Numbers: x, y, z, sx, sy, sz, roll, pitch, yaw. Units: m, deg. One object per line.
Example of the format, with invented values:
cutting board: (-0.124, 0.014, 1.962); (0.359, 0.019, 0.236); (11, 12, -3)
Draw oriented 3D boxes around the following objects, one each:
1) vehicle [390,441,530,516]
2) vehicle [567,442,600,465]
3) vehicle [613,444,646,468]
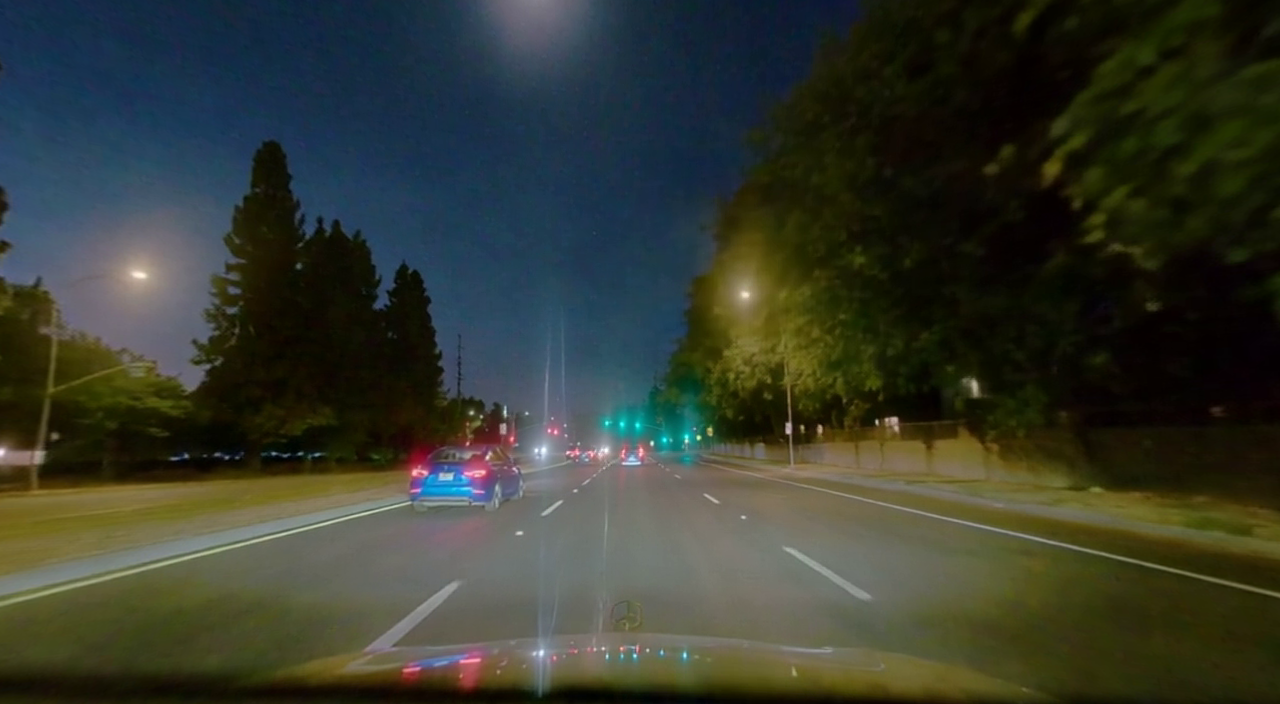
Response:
vehicle: (-3.844, 2.769, 14.349); (1.905, 1.418, 4.396); (0, -9, 0)
vehicle: (-4.180, 7.563, 47.071); (2.103, 1.592, 4.160); (0, -9, 0)
vehicle: (-0.670, 6.652, 40.548); (1.991, 1.431, 4.199); (0, -9, -1)
